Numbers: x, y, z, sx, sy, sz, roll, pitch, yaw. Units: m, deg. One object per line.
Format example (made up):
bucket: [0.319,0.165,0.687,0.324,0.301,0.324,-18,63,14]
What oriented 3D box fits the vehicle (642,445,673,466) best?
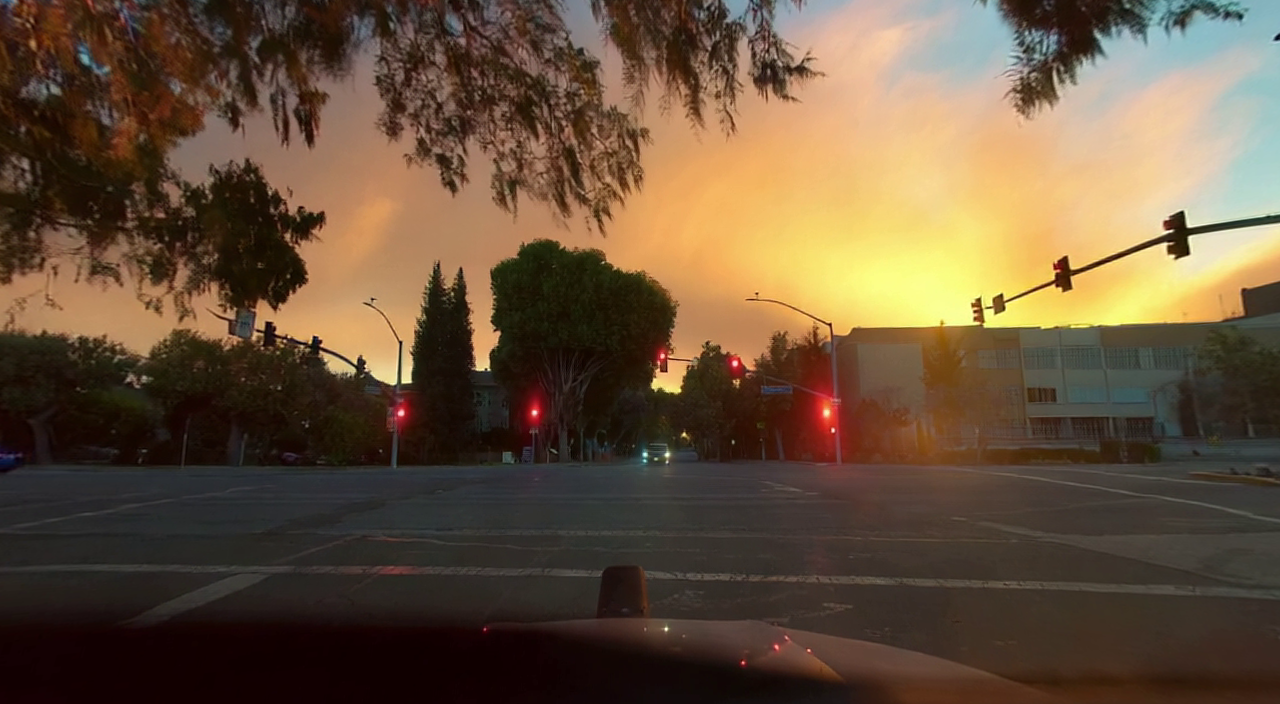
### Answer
vehicle: [1.257,7.620,46.461,2.132,1.449,4.235,0,-9,0]
